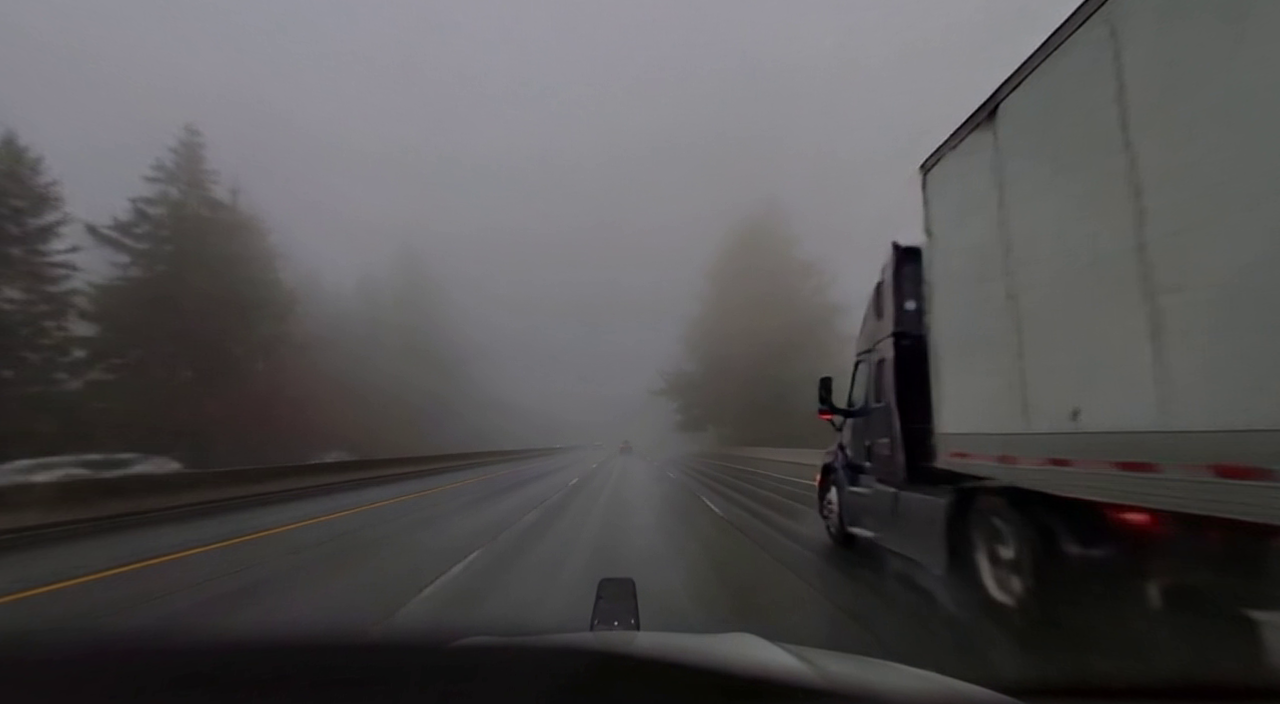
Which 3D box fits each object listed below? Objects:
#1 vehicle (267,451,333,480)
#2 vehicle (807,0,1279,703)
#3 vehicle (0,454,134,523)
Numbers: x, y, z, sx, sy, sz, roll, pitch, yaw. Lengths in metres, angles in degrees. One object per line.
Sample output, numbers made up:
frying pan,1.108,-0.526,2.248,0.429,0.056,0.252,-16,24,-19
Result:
vehicle,-20.193,6.716,37.524,1.817,1.546,3.799,-1,-8,-1
vehicle,3.949,0.050,5.707,3.055,4.061,6.127,-1,-8,0
vehicle,-15.584,3.398,15.972,1.913,1.465,4.331,0,-8,-1
